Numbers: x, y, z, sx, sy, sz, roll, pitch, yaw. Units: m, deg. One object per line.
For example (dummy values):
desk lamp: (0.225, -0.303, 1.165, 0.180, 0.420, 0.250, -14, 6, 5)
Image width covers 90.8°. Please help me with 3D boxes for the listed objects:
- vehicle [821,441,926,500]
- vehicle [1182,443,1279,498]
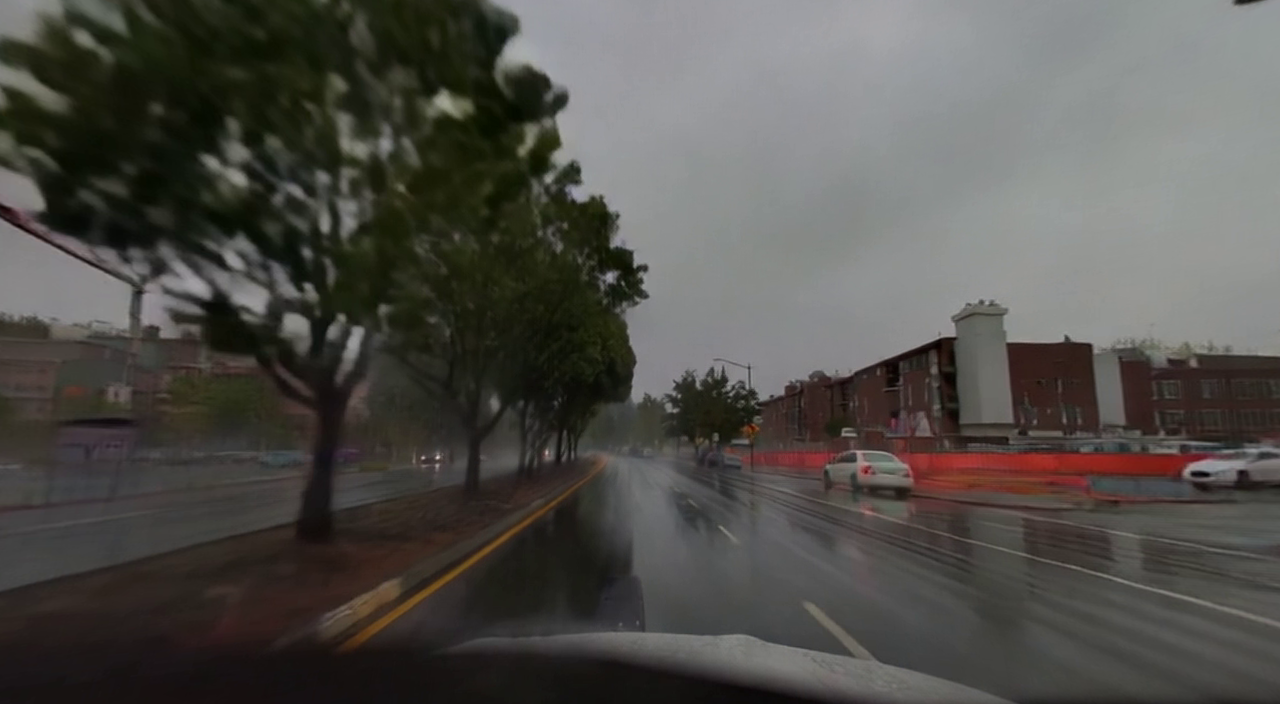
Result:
vehicle: (8.153, 4.125, 22.476, 2.080, 1.706, 4.392, 5, -9, 1)
vehicle: (21.051, 3.926, 21.191, 1.965, 1.690, 4.077, 0, -9, -1)
